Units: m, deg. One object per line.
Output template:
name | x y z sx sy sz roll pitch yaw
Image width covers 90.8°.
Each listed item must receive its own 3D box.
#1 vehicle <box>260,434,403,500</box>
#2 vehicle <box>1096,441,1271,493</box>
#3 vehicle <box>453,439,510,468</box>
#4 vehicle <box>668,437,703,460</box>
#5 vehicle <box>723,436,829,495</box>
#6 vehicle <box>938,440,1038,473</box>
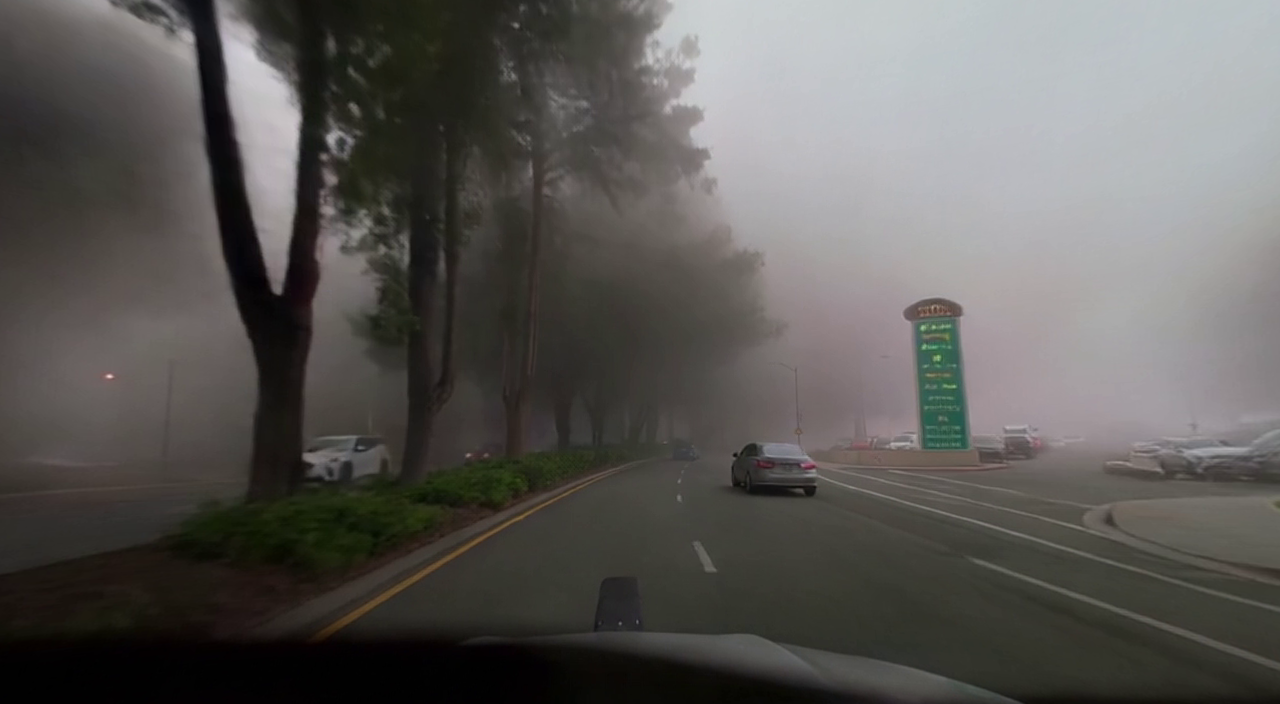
vehicle | -8.952 3.347 18.862 2.045 1.689 4.545 0 -8 -2
vehicle | 17.001 3.541 19.803 4.653 1.471 1.850 2 -9 -17
vehicle | -9.951 6.418 40.102 1.951 1.731 4.440 -1 -8 7
vehicle | 3.577 7.462 49.098 2.123 1.703 4.292 -2 -8 11
vehicle | 3.841 3.284 18.801 2.132 1.497 4.827 0 -8 1
vehicle | 18.820 5.665 34.233 4.512 1.561 1.846 -8 -11 31
